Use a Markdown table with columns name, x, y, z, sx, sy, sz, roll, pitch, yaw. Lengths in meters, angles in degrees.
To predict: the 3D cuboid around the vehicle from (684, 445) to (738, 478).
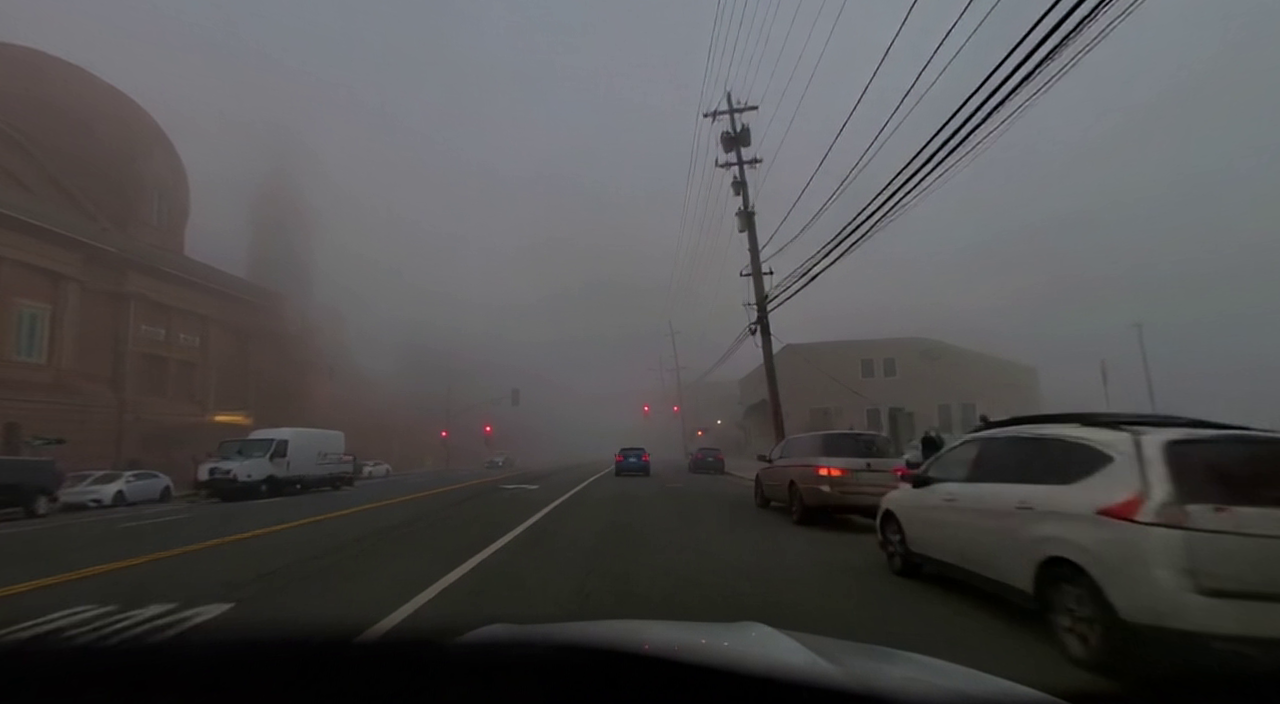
| name | x | y | z | sx | sy | sz | roll | pitch | yaw |
| --- | --- | --- | --- | --- | --- | --- | --- | --- | --- |
| vehicle | 3.526 | 5.552 | 32.284 | 1.944 | 1.530 | 4.539 | 0 | -9 | -4 |

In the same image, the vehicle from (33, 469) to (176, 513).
| name | x | y | z | sx | sy | sz | roll | pitch | yaw |
| --- | --- | --- | --- | --- | --- | --- | --- | --- | --- |
| vehicle | -19.406 | 5.026 | 23.014 | 3.703 | 1.234 | 1.683 | -4 | -10 | 0 |

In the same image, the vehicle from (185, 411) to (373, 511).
| name | x | y | z | sx | sy | sz | roll | pitch | yaw |
| --- | --- | --- | --- | --- | --- | --- | --- | --- | --- |
| vehicle | -12.118 | 3.743 | 22.056 | 2.961 | 2.739 | 6.276 | -4 | -9 | -1 |

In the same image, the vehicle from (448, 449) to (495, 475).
| name | x | y | z | sx | sy | sz | roll | pitch | yaw |
| --- | --- | --- | --- | --- | --- | --- | --- | --- | --- |
| vehicle | -12.566 | 8.202 | 47.424 | 2.071 | 1.814 | 5.185 | 0 | -9 | 1 |

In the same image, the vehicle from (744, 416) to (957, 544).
| name | x | y | z | sx | sy | sz | roll | pitch | yaw |
| --- | --- | --- | --- | --- | --- | --- | --- | --- | --- |
| vehicle | 3.613 | 2.333 | 12.283 | 2.204 | 1.845 | 5.597 | 1 | -9 | 0 |

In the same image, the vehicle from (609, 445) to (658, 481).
| name | x | y | z | sx | sy | sz | roll | pitch | yaw |
| --- | --- | --- | --- | --- | --- | --- | --- | --- | --- |
| vehicle | -0.302 | 5.012 | 28.801 | 2.049 | 1.453 | 4.299 | 0 | -9 | -1 |

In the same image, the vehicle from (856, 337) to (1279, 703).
| name | x | y | z | sx | sy | sz | roll | pitch | yaw |
| --- | --- | --- | --- | --- | --- | --- | --- | --- | --- |
| vehicle | 3.623 | 1.197 | 5.126 | 2.140 | 1.890 | 4.402 | 0 | -9 | 0 |
